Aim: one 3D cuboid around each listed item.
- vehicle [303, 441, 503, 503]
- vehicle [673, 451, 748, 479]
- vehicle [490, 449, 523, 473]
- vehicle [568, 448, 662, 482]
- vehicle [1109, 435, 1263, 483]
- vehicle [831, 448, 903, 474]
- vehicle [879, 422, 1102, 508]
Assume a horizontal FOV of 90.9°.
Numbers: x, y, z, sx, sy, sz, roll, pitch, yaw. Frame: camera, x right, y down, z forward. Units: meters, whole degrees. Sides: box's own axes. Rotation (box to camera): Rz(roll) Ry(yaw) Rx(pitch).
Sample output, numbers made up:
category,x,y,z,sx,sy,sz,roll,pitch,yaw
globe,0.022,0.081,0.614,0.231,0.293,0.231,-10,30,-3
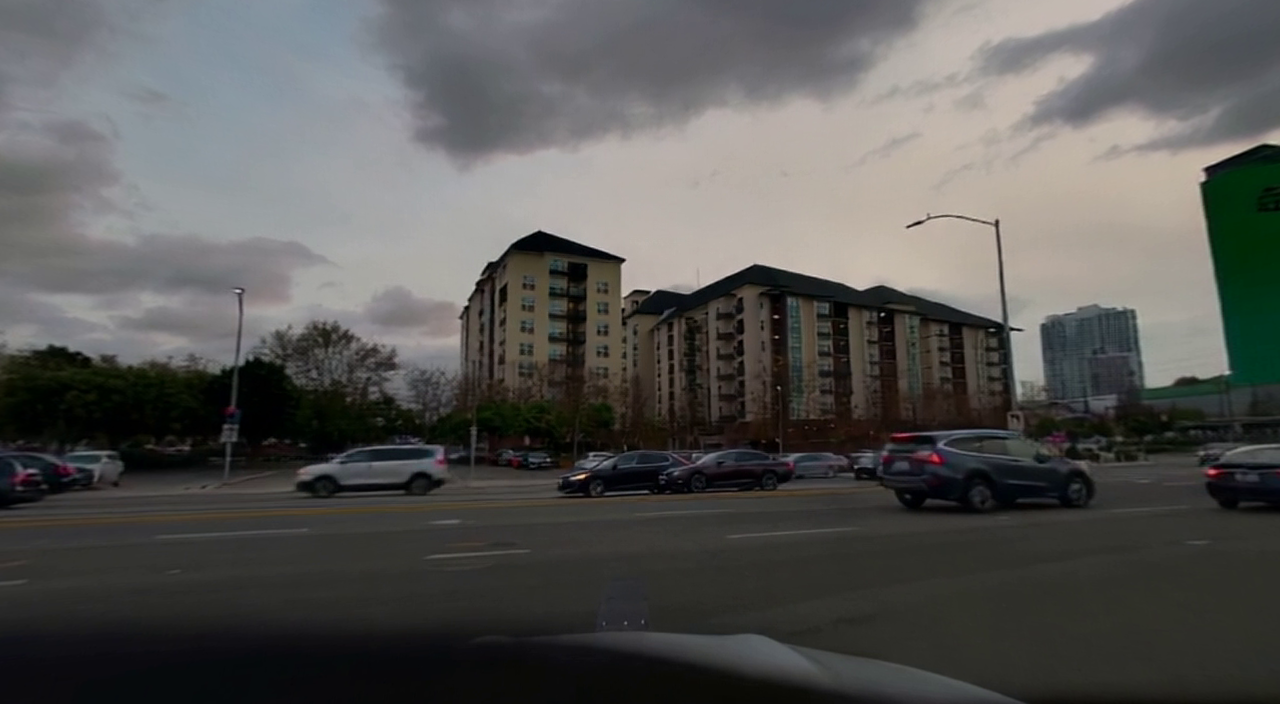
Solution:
category,x,y,z,sx,sy,sz,roll,pitch,yaw
vehicle,-6.472,3.273,17.617,4.921,1.453,1.894,2,-9,-20
vehicle,4.404,6.990,39.291,4.215,1.575,1.884,3,-9,-23
vehicle,-9.310,7.531,43.779,1.845,1.509,3.855,2,-9,-18
vehicle,-1.469,6.537,36.788,5.127,1.803,2.011,2,-9,-21
vehicle,19.165,3.703,22.140,4.795,1.465,1.882,2,-9,-21
vehicle,15.967,7.617,44.248,4.604,1.600,1.875,3,-9,-23
vehicle,7.964,2.497,14.408,4.284,1.692,2.031,2,-9,-20
